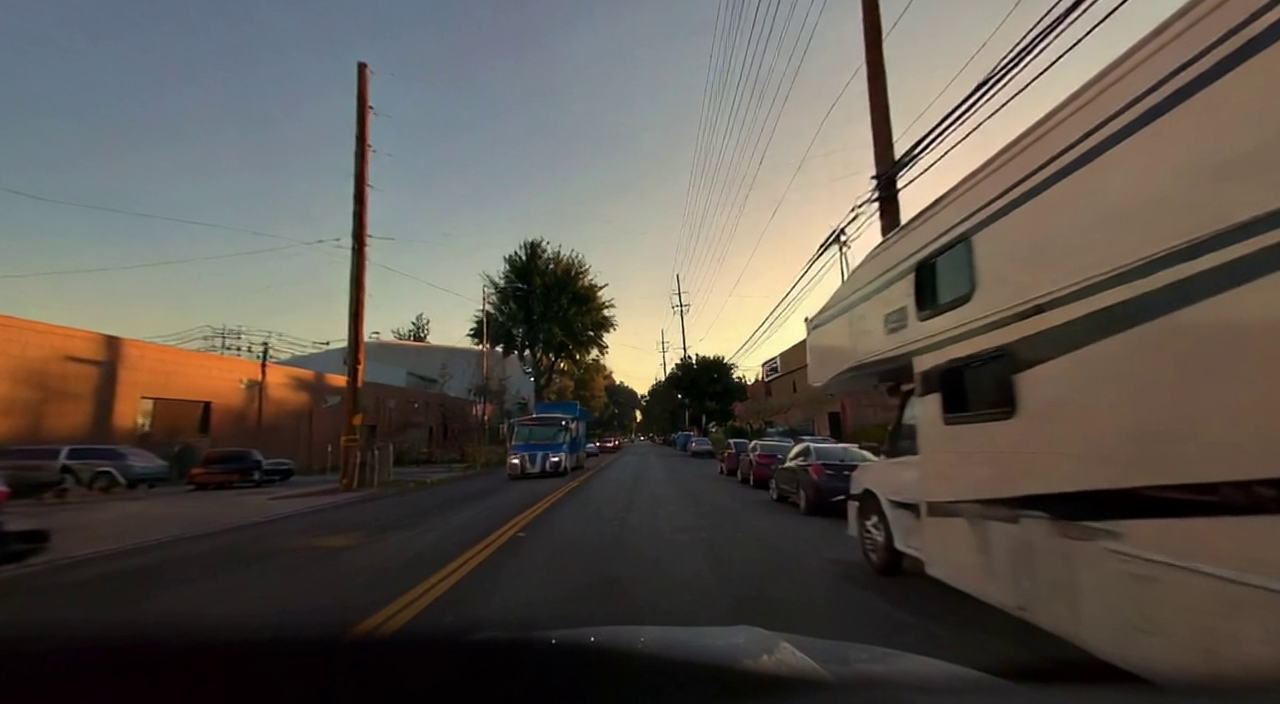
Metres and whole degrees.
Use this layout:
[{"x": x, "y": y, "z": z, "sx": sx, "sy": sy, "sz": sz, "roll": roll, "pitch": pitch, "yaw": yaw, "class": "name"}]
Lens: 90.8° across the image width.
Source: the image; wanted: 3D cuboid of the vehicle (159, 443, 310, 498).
[{"x": -12.393, "y": 3.603, "z": 19.736, "sx": 1.879, "sy": 1.502, "sz": 4.386, "roll": 0, "pitch": -8, "yaw": -1, "class": "vehicle"}]

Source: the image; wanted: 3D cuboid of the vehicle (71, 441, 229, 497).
[{"x": -14.954, "y": 3.540, "z": 19.595, "sx": 1.895, "sy": 1.537, "sz": 3.790, "roll": 0, "pitch": -8, "yaw": -2, "class": "vehicle"}]

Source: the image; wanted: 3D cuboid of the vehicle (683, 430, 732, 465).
[{"x": 3.765, "y": 5.450, "z": 36.129, "sx": 2.112, "sy": 1.848, "sz": 4.913, "roll": 0, "pitch": -8, "yaw": -2, "class": "vehicle"}]

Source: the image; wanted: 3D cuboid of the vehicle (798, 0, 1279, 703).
[{"x": 3.831, "y": 0.068, "z": 4.163, "sx": 3.029, "sy": 3.860, "sz": 7.726, "roll": -5, "pitch": -10, "yaw": -2, "class": "vehicle"}]

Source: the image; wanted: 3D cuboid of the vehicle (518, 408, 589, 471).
[{"x": -3.728, "y": 3.978, "z": 28.703, "sx": 2.280, "sy": 2.522, "sz": 6.402, "roll": 0, "pitch": -8, "yaw": 0, "class": "vehicle"}]
